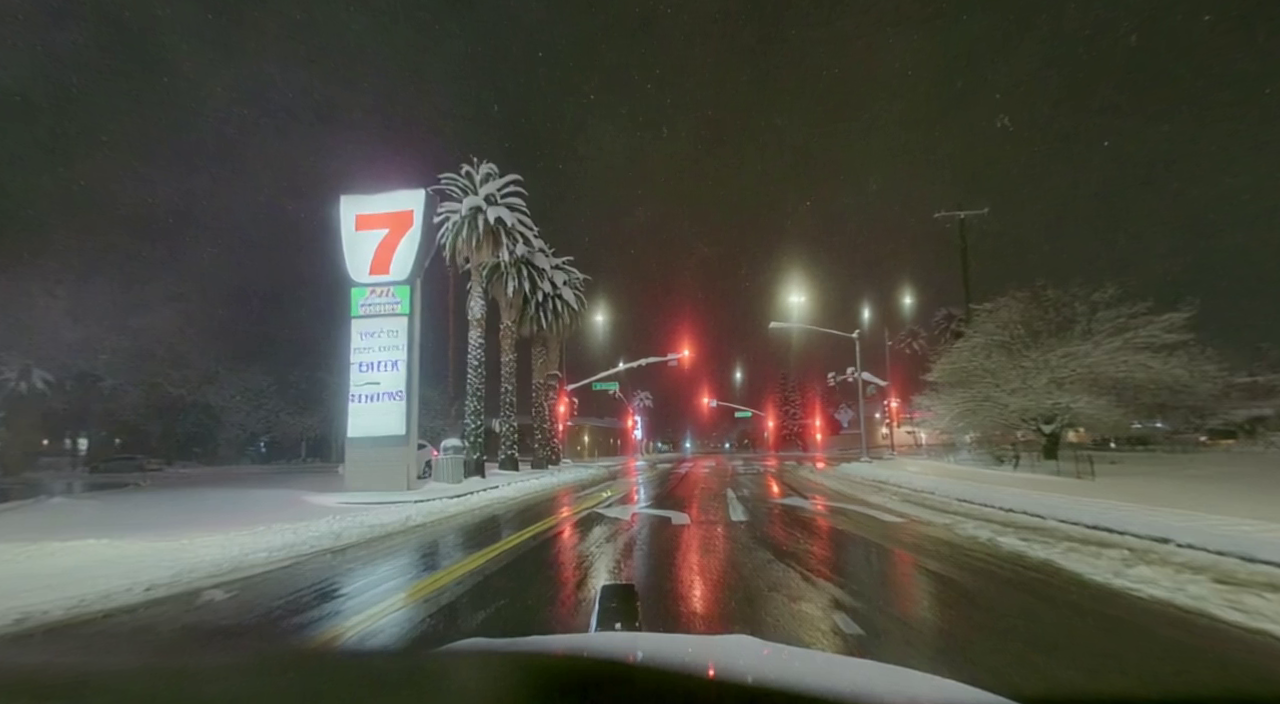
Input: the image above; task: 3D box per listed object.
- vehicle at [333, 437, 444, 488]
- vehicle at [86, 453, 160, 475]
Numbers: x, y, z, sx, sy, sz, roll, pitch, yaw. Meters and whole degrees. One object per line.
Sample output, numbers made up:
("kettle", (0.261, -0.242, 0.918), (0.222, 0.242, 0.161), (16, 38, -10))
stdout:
("vehicle", (-9.893, 4.385, 25.308), (2.109, 1.816, 4.670), (-2, -9, 6))
("vehicle", (-39.791, 8.617, 48.640), (4.089, 1.517, 2.014), (-2, -9, 6))
